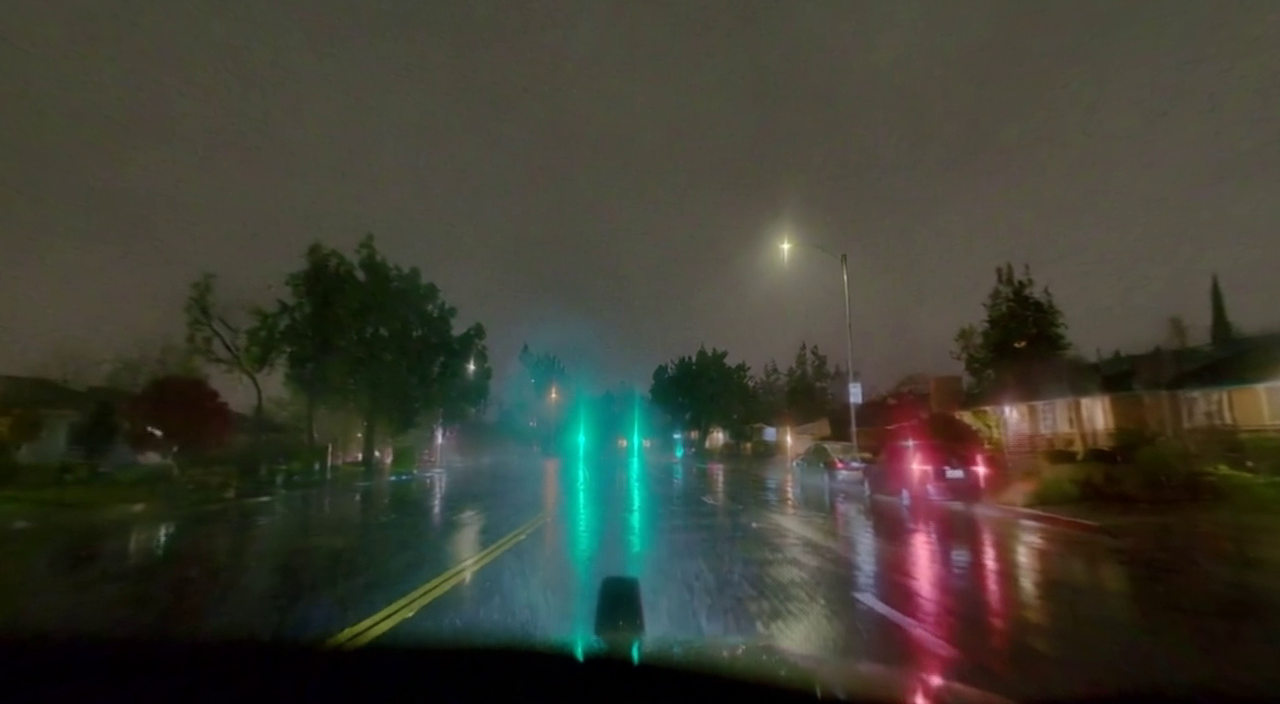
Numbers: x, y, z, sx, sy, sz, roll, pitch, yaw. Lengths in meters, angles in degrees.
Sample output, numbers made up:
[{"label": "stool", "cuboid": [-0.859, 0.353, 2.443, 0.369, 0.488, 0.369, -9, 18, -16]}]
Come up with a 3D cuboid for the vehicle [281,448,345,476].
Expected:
[{"label": "vehicle", "cuboid": [-18.810, 6.313, 36.598, 1.998, 1.492, 4.660, 1, -9, -11]}]

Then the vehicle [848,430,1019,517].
[{"label": "vehicle", "cuboid": [6.763, 2.823, 15.255, 1.996, 1.745, 4.556, 0, -8, 1]}]

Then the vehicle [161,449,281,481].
[{"label": "vehicle", "cuboid": [-20.159, 5.430, 30.540, 4.367, 1.466, 1.980, 0, -8, -2]}]
